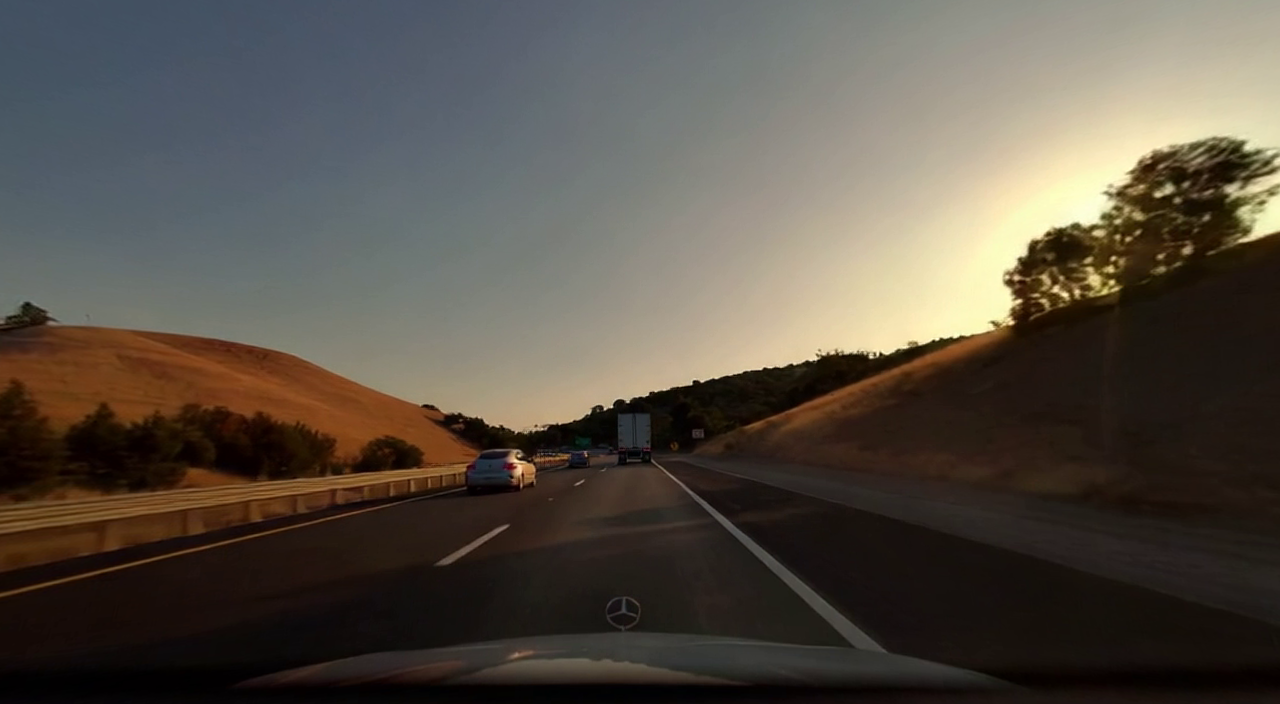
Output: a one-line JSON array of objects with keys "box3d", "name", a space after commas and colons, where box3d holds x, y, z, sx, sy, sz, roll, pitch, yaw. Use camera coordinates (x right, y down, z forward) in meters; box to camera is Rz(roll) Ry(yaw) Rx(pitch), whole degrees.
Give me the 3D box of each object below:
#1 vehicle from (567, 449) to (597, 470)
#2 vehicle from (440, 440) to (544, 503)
[{"box3d": [-4.509, 8.367, 49.349, 1.978, 1.507, 4.062, 0, -9, 0], "name": "vehicle"}, {"box3d": [-4.155, 3.412, 18.466, 1.991, 1.618, 4.211, 0, -9, 0], "name": "vehicle"}]
